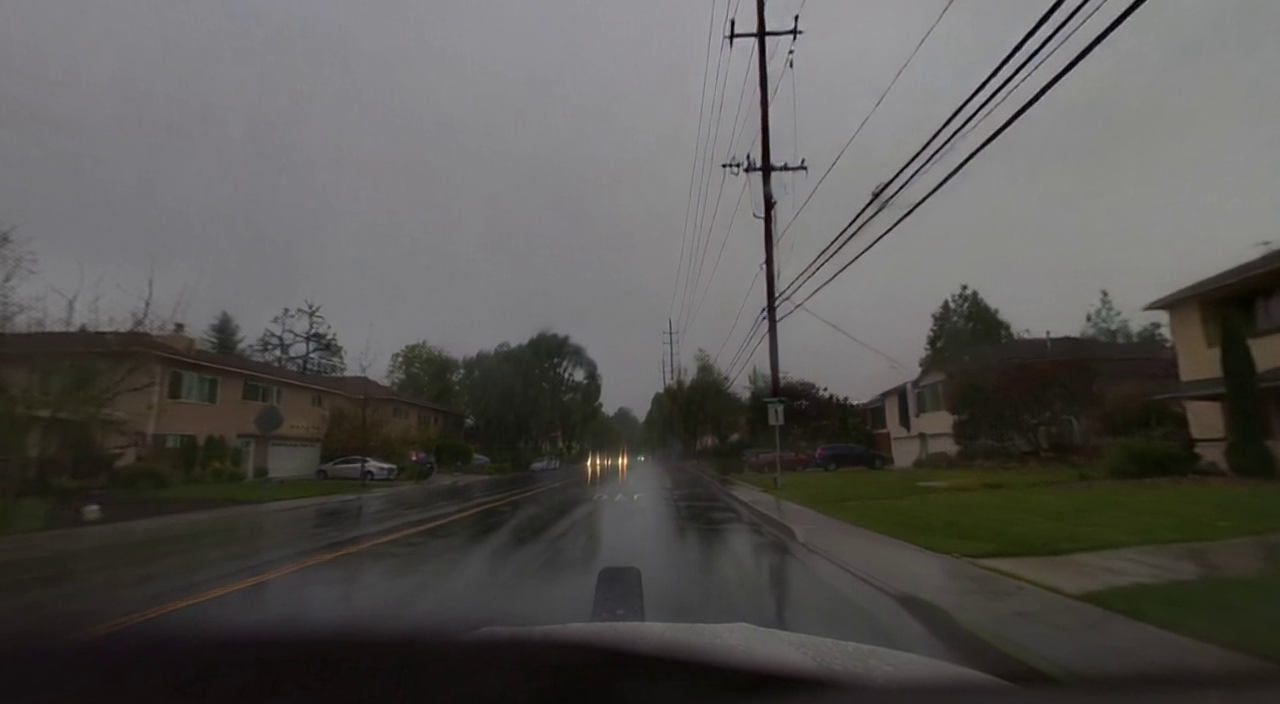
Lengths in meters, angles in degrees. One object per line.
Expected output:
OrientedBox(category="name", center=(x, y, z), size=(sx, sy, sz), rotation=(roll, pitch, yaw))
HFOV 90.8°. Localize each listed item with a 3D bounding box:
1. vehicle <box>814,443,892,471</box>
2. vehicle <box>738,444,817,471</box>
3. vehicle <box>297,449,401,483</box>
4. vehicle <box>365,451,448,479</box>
OrientedBox(category="vehicle", center=(13.009, 6.428, 38.769), size=(4.122, 1.610, 1.888), rotation=(0, -8, 2))
OrientedBox(category="vehicle", center=(9.354, 7.234, 43.349), size=(4.952, 1.775, 2.089), rotation=(0, -8, 1))
OrientedBox(category="vehicle", center=(-15.180, 5.935, 33.085), size=(4.500, 1.714, 1.924), rotation=(-1, -8, 7))
OrientedBox(category="vehicle", center=(-14.267, 6.898, 38.718), size=(4.260, 1.588, 1.927), rotation=(-1, -8, 6))
